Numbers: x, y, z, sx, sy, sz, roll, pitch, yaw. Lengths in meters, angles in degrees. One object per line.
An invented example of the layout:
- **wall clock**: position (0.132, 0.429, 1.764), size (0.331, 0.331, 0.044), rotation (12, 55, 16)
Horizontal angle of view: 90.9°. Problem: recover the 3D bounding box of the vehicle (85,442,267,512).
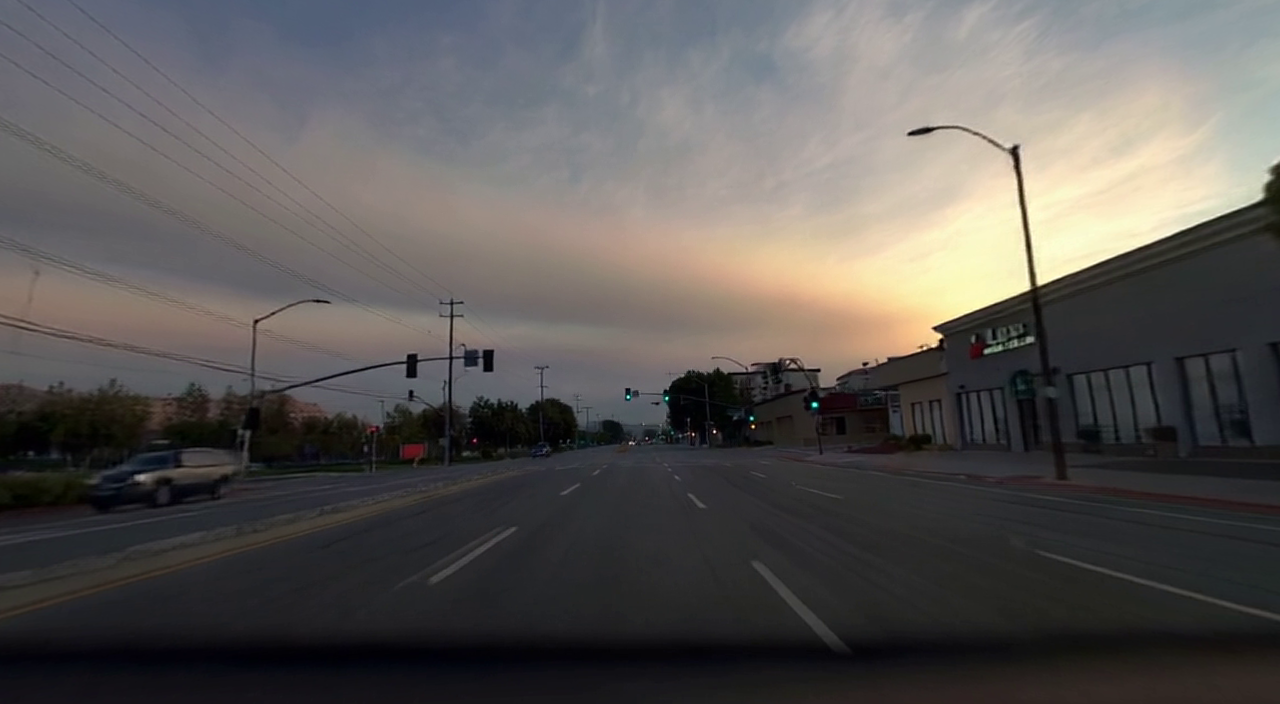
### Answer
- **vehicle**: position (-14.592, 3.885, 20.328), size (2.208, 1.924, 5.018), rotation (0, -8, -3)
